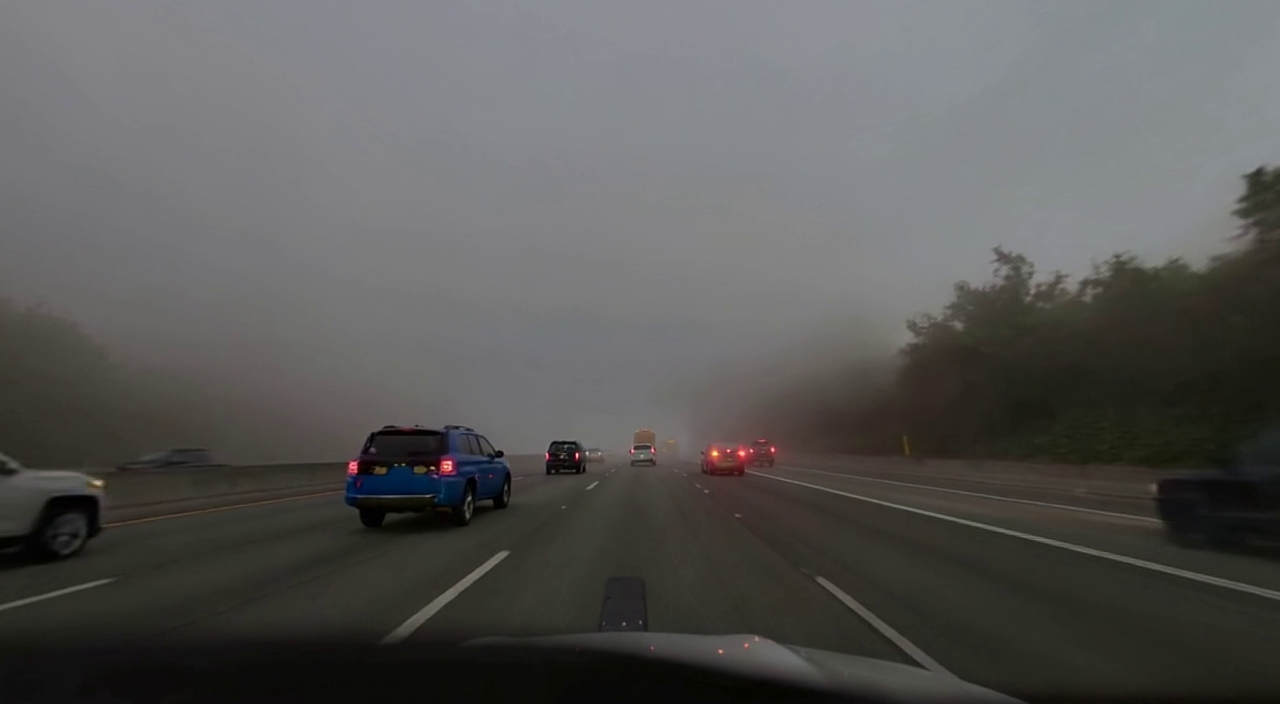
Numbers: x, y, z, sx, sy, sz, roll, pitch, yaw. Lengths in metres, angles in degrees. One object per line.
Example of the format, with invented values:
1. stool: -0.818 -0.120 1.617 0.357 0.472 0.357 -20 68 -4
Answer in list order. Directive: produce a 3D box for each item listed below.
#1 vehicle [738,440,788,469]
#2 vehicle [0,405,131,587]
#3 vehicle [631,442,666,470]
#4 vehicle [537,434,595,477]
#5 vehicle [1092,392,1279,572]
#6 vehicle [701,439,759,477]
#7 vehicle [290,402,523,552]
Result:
1. vehicle: 8.158 6.854 42.394 2.191 1.807 5.692 0 -8 0
2. vehicle: -7.658 1.354 5.664 2.072 1.852 4.760 -1 -9 2
3. vehicle: 0.501 6.328 38.529 2.042 1.632 3.654 0 -8 1
4. vehicle: -3.451 4.931 30.245 2.155 1.843 4.567 0 -8 1
5. vehicle: 7.923 1.391 6.813 2.227 1.895 5.197 0 -9 1
6. vehicle: 4.266 5.080 30.589 2.050 1.661 4.636 0 -8 -1
7. vehicle: -3.405 1.926 10.332 2.016 1.898 4.458 0 -8 1
